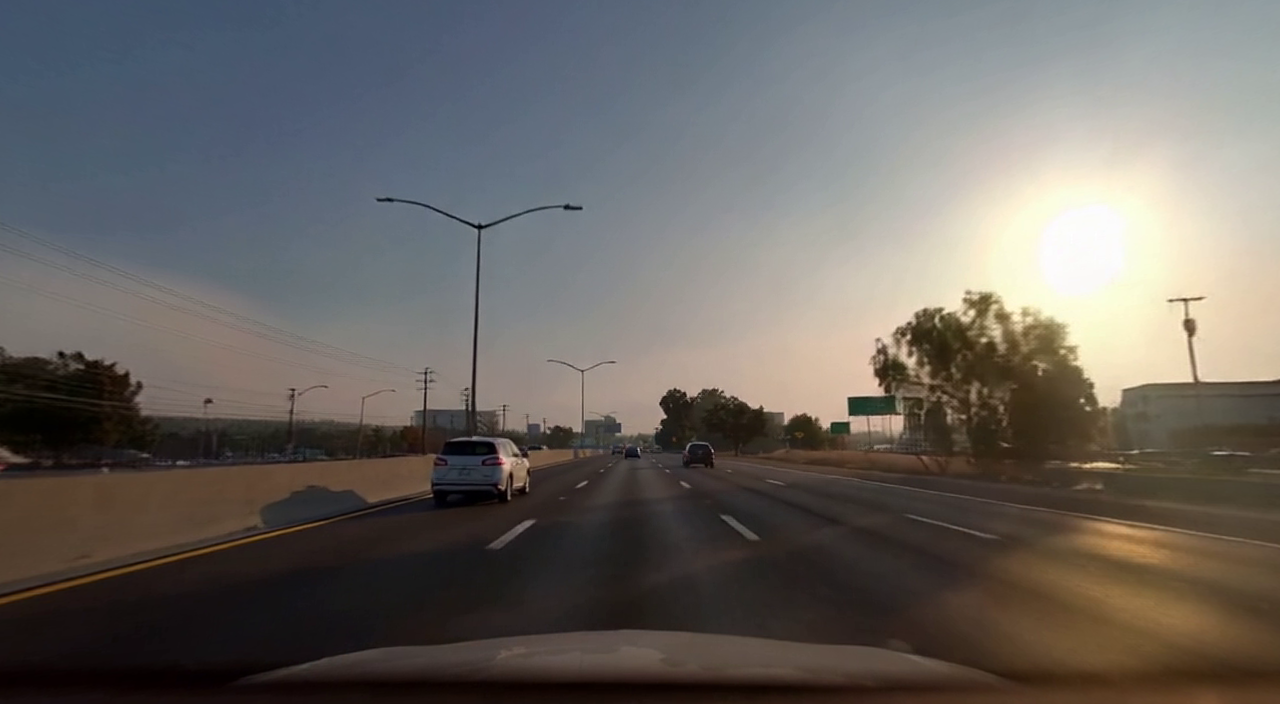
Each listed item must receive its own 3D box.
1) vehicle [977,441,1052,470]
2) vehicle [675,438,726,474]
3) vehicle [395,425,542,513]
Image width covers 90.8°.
[{"bbox_3d":[24.331,6.716,41.294,2.070,1.782,5.006,-1,-9,4],"label":"vehicle"},{"bbox_3d":[2.890,5.083,31.128,1.997,1.638,4.281,0,-8,-1],"label":"vehicle"},{"bbox_3d":[-3.691,2.620,14.603,2.099,1.682,4.590,0,-9,0],"label":"vehicle"}]
